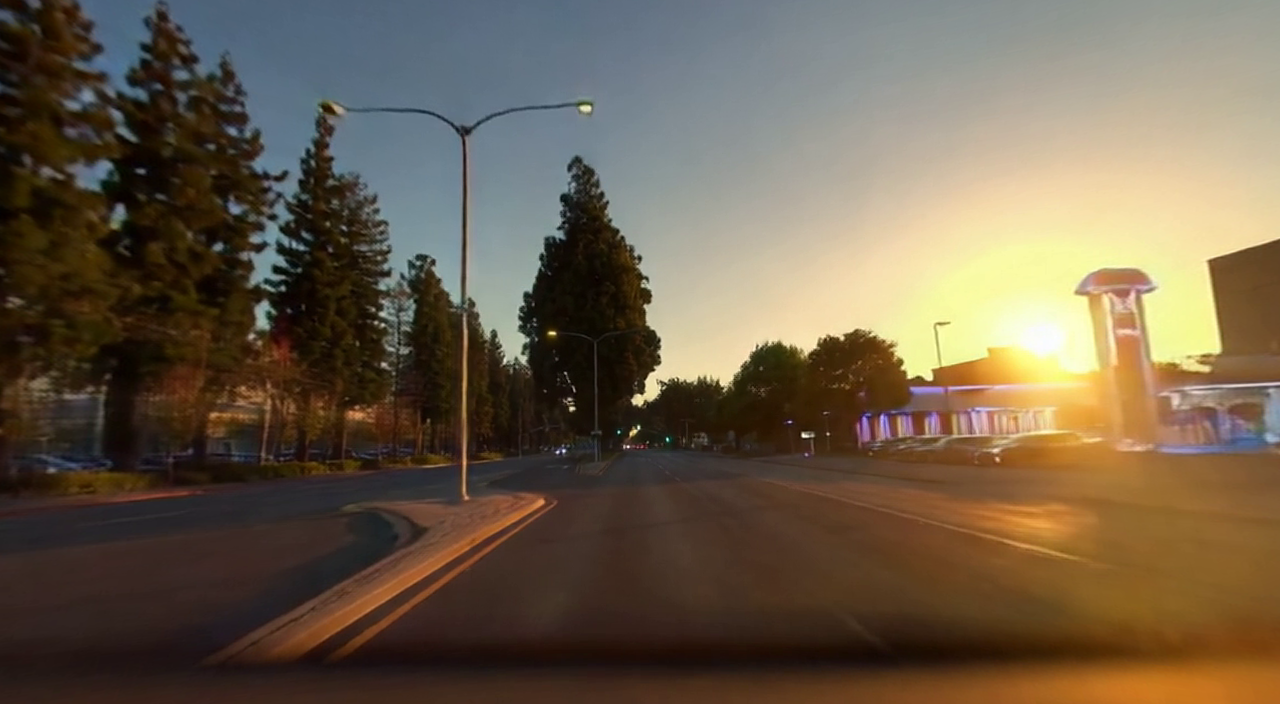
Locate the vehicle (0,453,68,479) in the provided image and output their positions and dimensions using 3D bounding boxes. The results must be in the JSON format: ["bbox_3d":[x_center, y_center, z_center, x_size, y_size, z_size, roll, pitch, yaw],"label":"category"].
[{"bbox_3d":[-36.943,6.658,36.924,1.861,1.463,4.791,-6,-11,36],"label":"vehicle"}]

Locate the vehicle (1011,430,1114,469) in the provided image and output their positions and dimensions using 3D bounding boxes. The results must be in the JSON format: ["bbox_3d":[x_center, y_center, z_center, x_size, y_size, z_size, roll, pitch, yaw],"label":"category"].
[{"bbox_3d":[18.917,4.361,28.254,4.515,1.606,1.910,5,-10,-30],"label":"vehicle"}]

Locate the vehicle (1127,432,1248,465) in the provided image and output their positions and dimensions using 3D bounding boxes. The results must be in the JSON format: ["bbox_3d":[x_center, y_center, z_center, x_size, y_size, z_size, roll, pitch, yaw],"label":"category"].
[{"bbox_3d":[27.408,4.895,31.876,1.856,1.471,4.487,-2,-10,-4],"label":"vehicle"}]

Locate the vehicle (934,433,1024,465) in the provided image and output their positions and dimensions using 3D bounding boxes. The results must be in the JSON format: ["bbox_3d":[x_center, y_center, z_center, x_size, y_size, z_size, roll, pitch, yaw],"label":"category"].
[{"bbox_3d":[18.232,5.200,33.950,4.493,1.632,1.985,4,-10,-28],"label":"vehicle"}]
